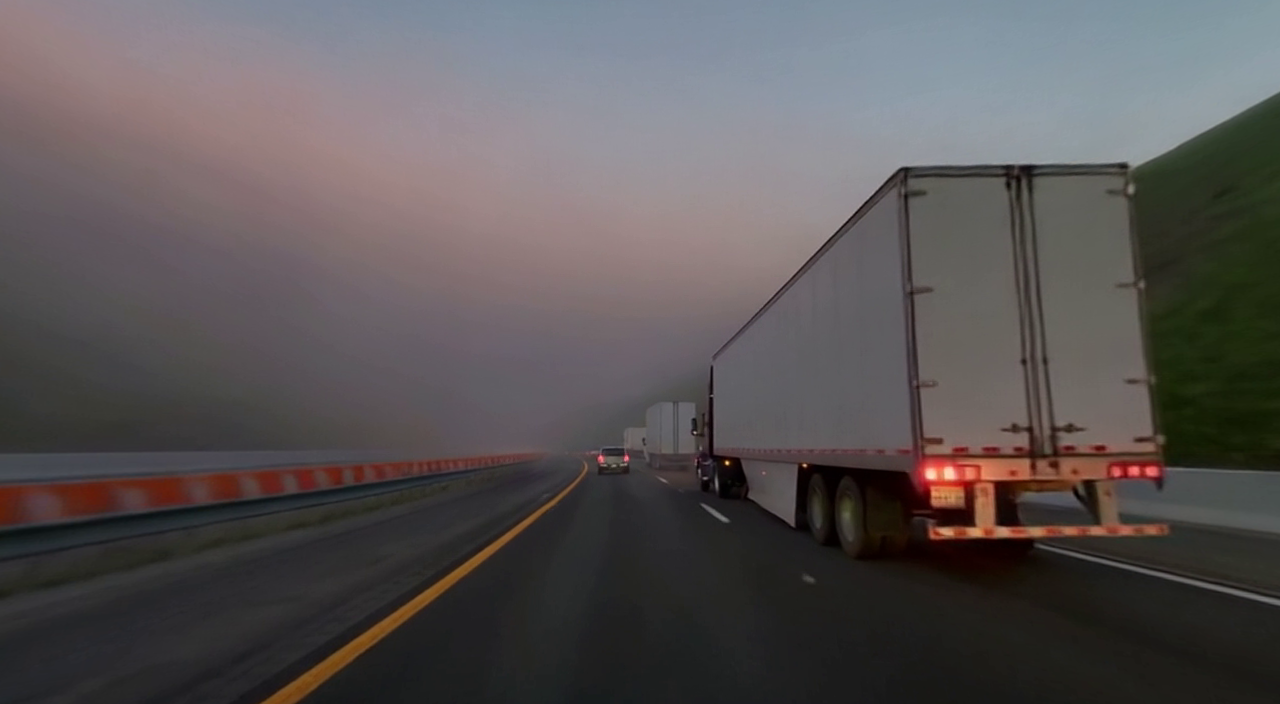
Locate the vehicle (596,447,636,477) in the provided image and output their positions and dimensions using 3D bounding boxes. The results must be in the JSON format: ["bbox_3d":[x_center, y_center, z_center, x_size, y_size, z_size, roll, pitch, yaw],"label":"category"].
[{"bbox_3d":[-1.292,5.803,33.442,2.029,1.437,3.794,0,-9,-3],"label":"vehicle"}]

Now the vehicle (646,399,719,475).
[{"bbox_3d":[2.329,5.628,40.791,2.826,4.050,13.845,1,-9,-4],"label":"vehicle"}]

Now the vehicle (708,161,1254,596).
[{"bbox_3d":[3.875,1.277,13.160,2.911,4.099,14.578,0,-9,-2],"label":"vehicle"}]
